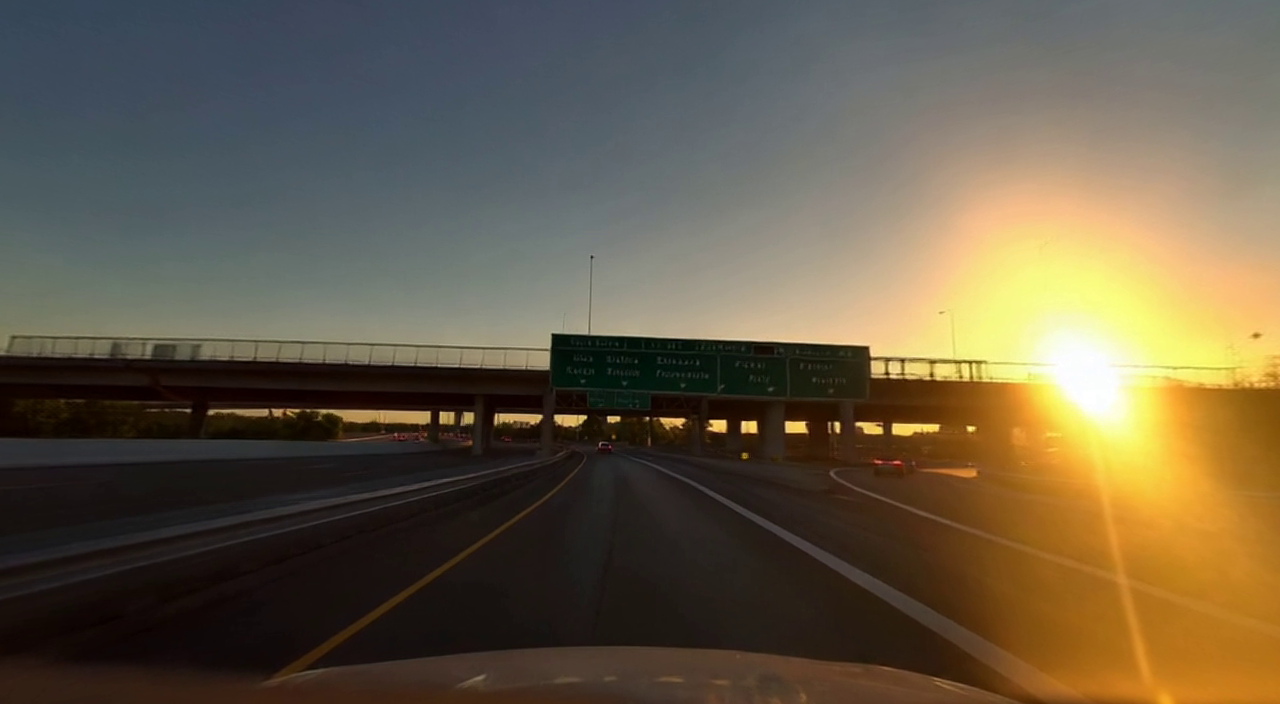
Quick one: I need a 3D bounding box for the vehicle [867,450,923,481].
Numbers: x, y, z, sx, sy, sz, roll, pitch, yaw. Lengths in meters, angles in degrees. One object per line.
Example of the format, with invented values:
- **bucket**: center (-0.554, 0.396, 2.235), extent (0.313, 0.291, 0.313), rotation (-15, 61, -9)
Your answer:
- **vehicle**: center (12.852, 5.694, 31.857), extent (2.129, 1.444, 3.649), rotation (-3, -9, 15)
